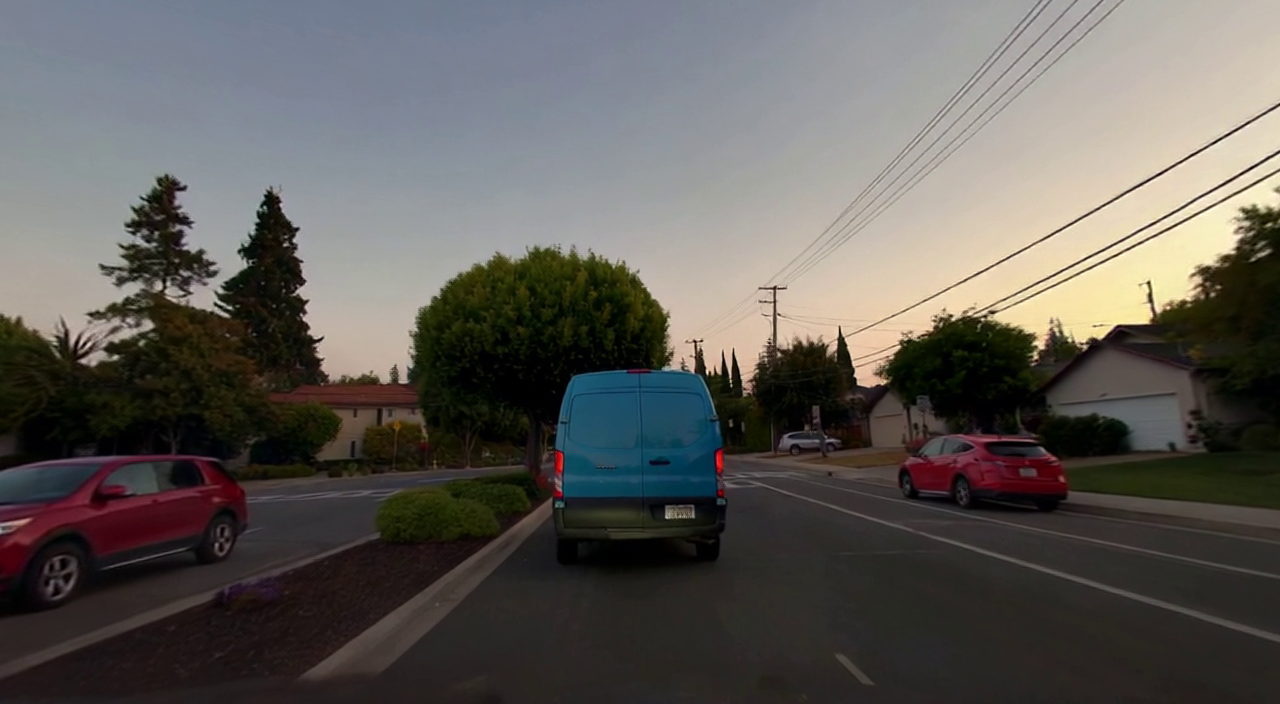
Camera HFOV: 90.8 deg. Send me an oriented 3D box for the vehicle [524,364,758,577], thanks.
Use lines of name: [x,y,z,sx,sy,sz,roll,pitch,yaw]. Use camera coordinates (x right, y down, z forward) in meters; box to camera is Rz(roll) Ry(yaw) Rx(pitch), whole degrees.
vehicle: [-0.027,1.545,8.868,2.342,2.142,4.809,0,-9,-1]

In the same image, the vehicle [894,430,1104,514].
vehicle: [7.354,2.483,13.561,1.883,1.504,4.220,0,-9,-2]

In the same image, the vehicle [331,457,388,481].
vehicle: [-18.327,7.652,41.539,1.816,1.445,4.120,0,-9,0]

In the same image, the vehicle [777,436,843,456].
vehicle: [13.049,7.260,48.624,4.483,1.463,1.805,0,-9,-1]

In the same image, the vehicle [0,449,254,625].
vehicle: [-7.445,2.162,8.317,1.997,1.724,4.417,0,-9,-2]

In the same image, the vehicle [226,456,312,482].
vehicle: [-27.245,8.585,46.463,4.972,1.776,2.057,0,-9,-1]
